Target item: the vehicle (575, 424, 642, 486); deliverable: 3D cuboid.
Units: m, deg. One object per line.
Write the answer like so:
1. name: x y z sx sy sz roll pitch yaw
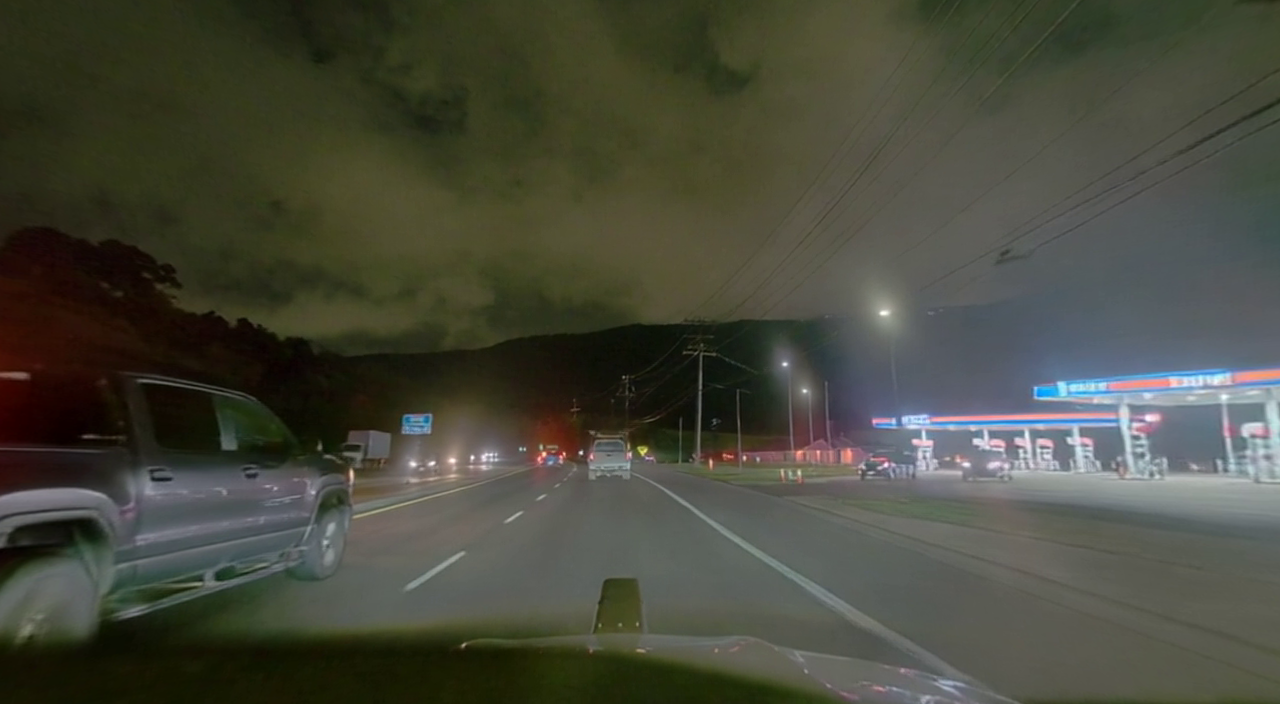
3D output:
1. vehicle: -1.311 4.254 26.264 2.486 2.280 5.291 0 -9 -3

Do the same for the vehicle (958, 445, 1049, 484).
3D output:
1. vehicle: 19.010 5.813 32.938 5.424 1.844 2.255 7 -11 -40

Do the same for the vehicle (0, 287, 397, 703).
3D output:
1. vehicle: -3.953 0.991 4.385 2.345 2.012 5.693 0 -9 -1

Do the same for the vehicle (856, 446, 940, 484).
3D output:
1. vehicle: 14.230 6.111 34.689 5.331 1.917 2.166 8 -12 -42

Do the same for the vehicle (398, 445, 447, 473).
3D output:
1. vehicle: -15.514 7.667 45.417 2.094 1.872 5.085 1 -9 -5

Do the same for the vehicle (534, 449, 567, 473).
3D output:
1. vehicle: -6.027 7.370 43.026 1.972 1.496 4.150 1 -9 -5
